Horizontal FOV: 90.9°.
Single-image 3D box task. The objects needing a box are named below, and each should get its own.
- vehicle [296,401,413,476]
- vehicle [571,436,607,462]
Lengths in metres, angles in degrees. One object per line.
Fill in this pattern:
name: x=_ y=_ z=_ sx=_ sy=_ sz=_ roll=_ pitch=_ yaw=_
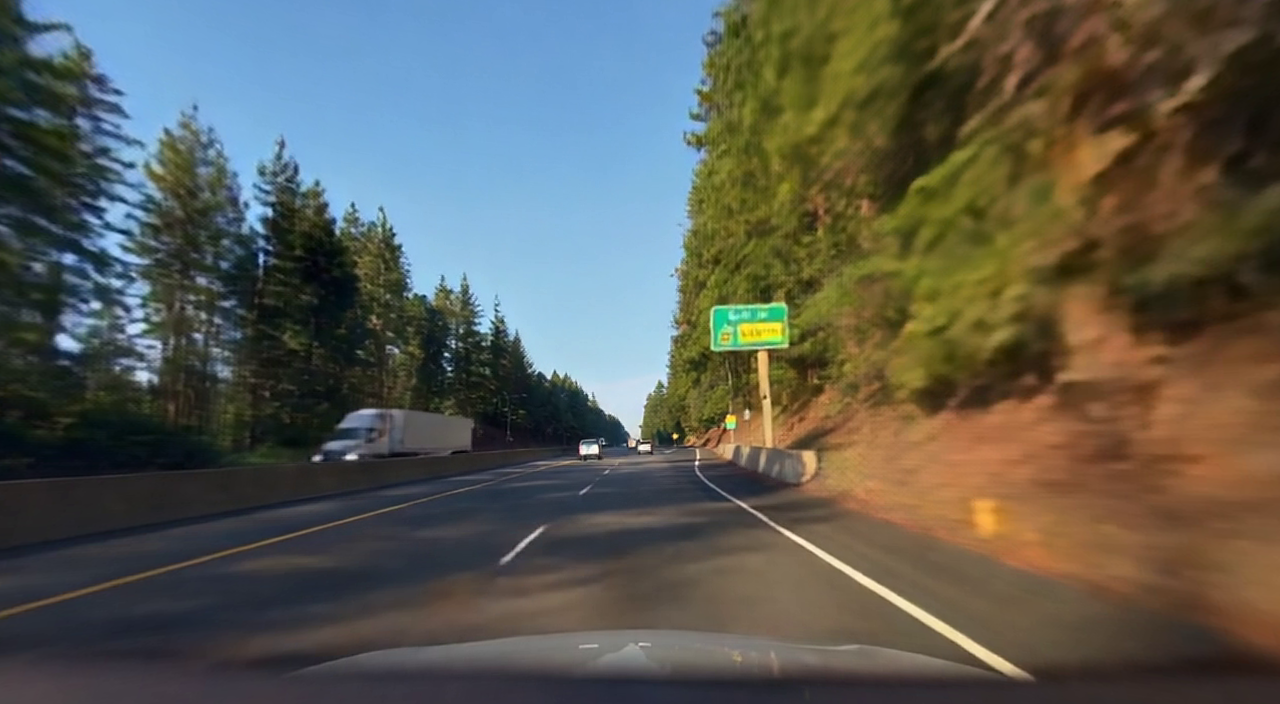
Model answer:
vehicle: x=-17.112 y=5.343 z=38.745 sx=3.004 sy=4.024 sz=8.629 roll=0 pitch=-8 yaw=0
vehicle: x=-3.604 y=6.936 z=45.070 sx=2.129 sy=1.742 sz=4.217 roll=0 pitch=-8 yaw=1
